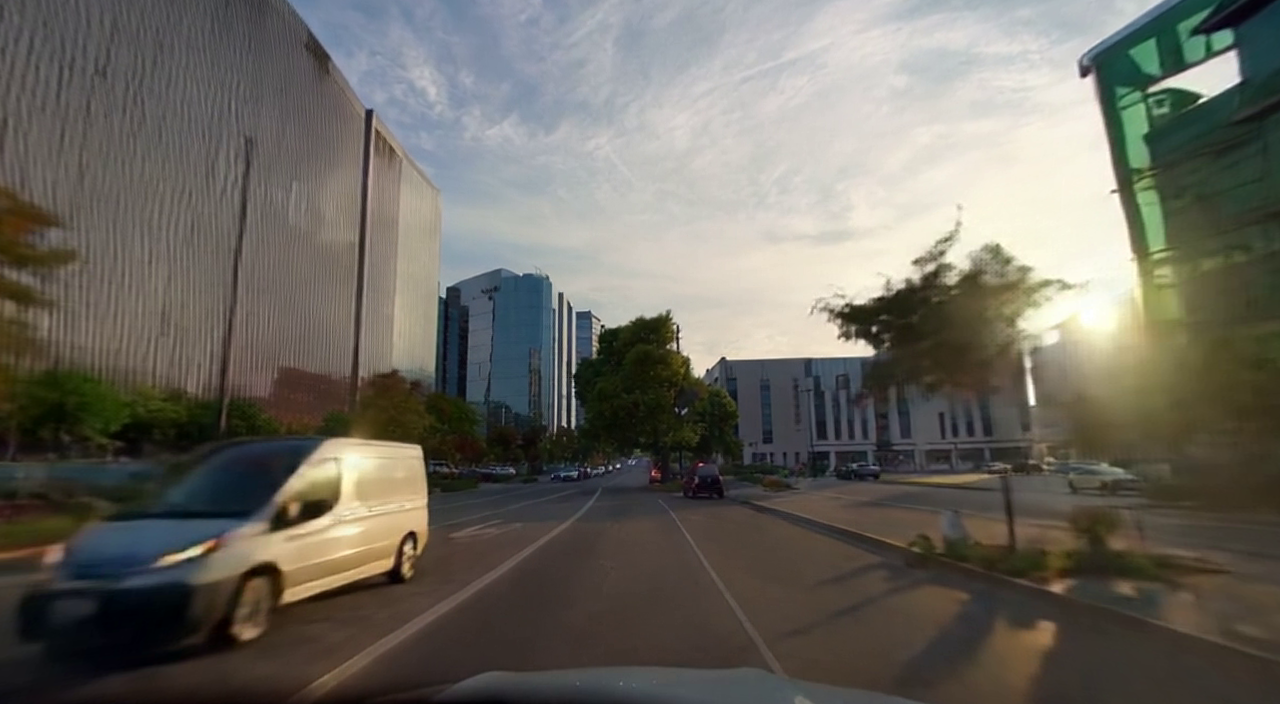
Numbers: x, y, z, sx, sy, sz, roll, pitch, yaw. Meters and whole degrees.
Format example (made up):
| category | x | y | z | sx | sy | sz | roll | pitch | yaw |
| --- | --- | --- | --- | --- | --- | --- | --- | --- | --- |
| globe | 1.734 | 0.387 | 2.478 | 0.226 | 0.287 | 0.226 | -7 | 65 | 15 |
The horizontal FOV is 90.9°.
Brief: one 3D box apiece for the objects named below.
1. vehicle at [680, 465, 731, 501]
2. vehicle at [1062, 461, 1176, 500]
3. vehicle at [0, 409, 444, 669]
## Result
| category | x | y | z | sx | sy | sz | roll | pitch | yaw |
| --- | --- | --- | --- | --- | --- | --- | --- | --- | --- |
| vehicle | 2.889 | 5.851 | 28.387 | 1.899 | 1.470 | 3.666 | 1 | -10 | 0 |
| vehicle | 17.569 | 4.712 | 23.226 | 2.767 | 1.307 | 1.673 | -1 | -10 | 2 |
| vehicle | -3.629 | 1.601 | 6.287 | 1.956 | 1.680 | 4.126 | 0 | -10 | 0 |
